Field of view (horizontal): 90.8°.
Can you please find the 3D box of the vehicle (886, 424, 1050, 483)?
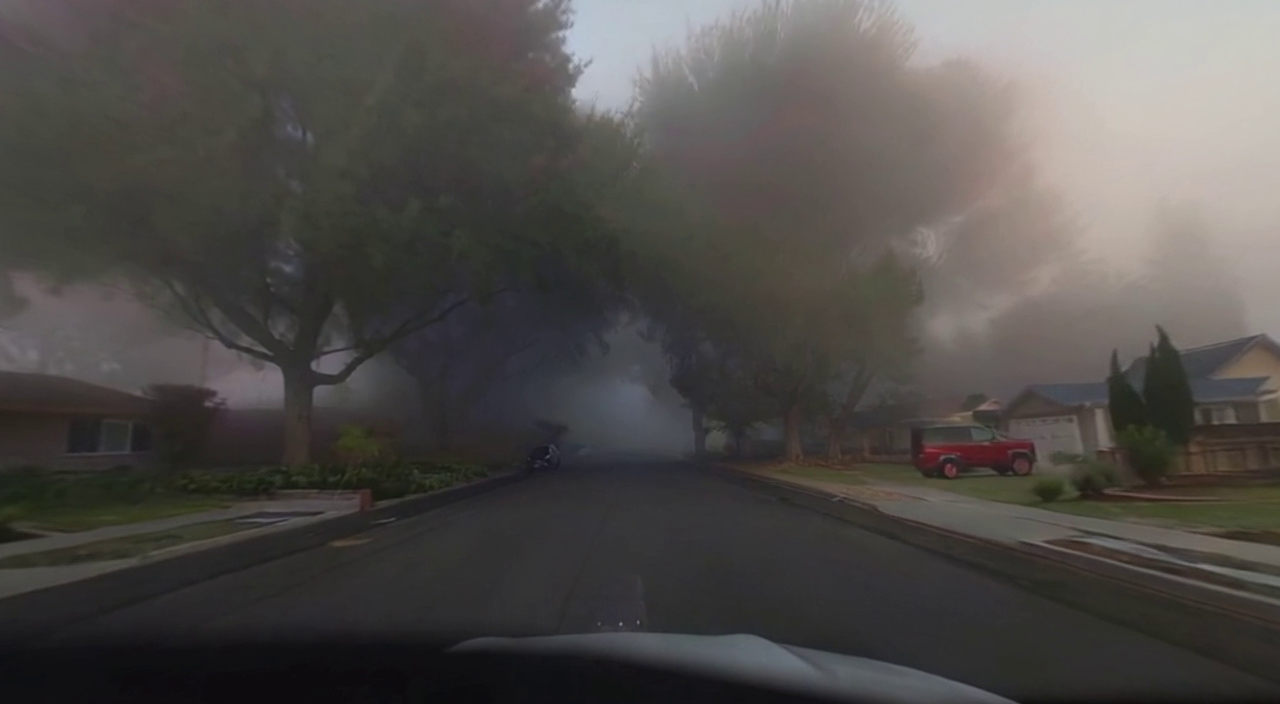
[{"bbox_3d":[11.260,3.498,21.853,4.626,1.880,1.980,1,-9,-8],"label":"vehicle"}]
